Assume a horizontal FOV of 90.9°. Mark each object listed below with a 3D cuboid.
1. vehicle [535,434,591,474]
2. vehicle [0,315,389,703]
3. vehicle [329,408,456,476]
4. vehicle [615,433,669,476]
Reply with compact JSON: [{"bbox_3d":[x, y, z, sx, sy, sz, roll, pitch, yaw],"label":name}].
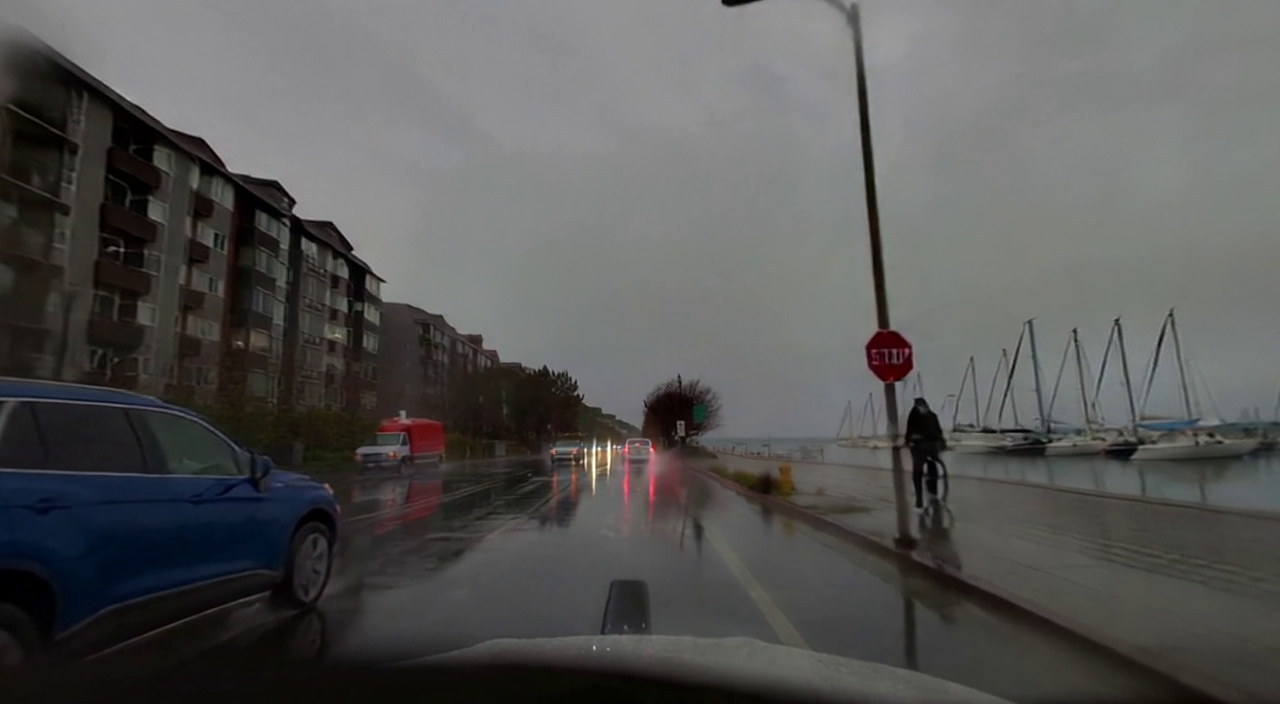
[{"bbox_3d":[-3.505,4.736,29.445,2.056,1.680,4.205,0,-9,1],"label":"vehicle"},{"bbox_3d":[-3.551,0.975,3.799,2.082,1.817,4.724,0,-9,0],"label":"vehicle"},{"bbox_3d":[-13.476,5.104,35.503,2.924,3.288,9.352,-1,-9,3],"label":"vehicle"},{"bbox_3d":[0.064,4.192,25.875,2.057,1.624,3.726,0,-9,0],"label":"vehicle"}]
